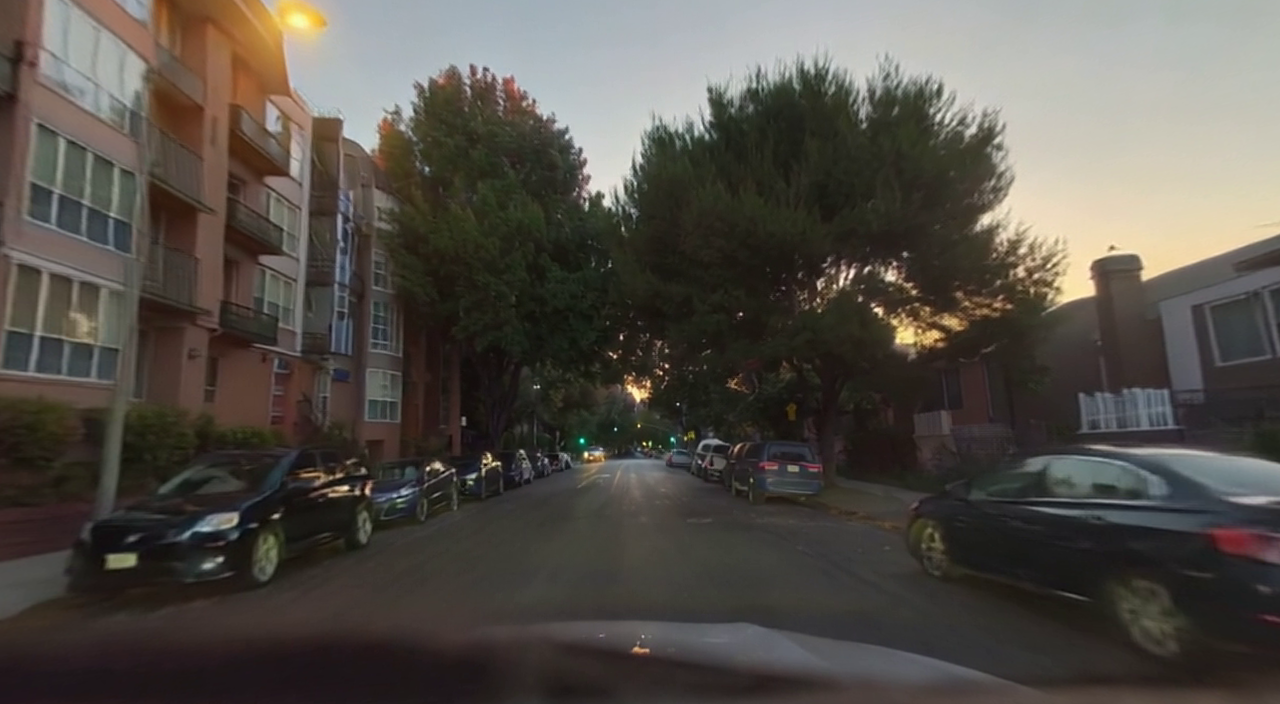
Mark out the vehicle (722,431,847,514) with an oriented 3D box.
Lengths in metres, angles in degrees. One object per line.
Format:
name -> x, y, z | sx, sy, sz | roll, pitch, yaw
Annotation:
vehicle -> 3.484, 3.006, 16.336 | 1.912, 1.781, 5.159 | 0, -9, -1

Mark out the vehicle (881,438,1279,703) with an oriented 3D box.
vehicle -> 3.767, 1.468, 5.131 | 1.696, 1.453, 4.574 | 0, -9, -2

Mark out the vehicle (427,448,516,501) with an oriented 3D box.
vehicle -> -5.302, 3.879, 20.457 | 1.711, 1.500, 4.510 | 0, -9, -1

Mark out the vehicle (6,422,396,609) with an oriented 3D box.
vehicle -> -5.024, 1.887, 8.324 | 1.922, 1.728, 4.628 | 0, -9, -2

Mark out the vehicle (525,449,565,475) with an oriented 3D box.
vehicle -> -5.626, 6.544, 37.814 | 1.647, 1.481, 4.433 | 0, -9, 1
